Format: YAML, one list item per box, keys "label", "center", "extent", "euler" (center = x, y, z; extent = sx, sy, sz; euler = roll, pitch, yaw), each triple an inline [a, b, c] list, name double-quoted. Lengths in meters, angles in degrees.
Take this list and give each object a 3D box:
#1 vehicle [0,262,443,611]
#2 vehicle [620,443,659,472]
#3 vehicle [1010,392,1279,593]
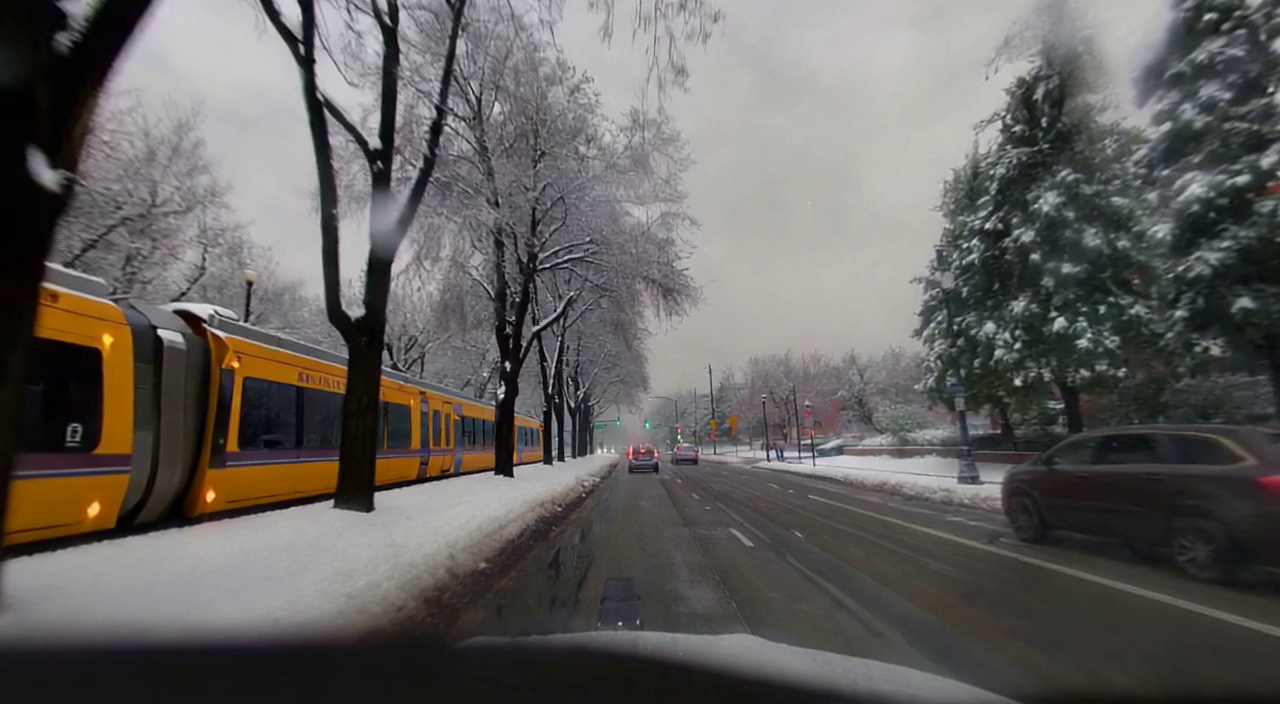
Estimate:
- label: "vehicle"
  center: [-7.800, 1.633, 13.487]
  extent: [2.897, 3.700, 13.528]
  euler: [0, -7, 0]
- label: "vehicle"
  center: [-0.020, 5.756, 34.748]
  extent: [2.002, 1.471, 4.337]
  euler: [0, -8, 0]
- label: "vehicle"
  center: [6.820, 1.466, 7.089]
  extent: [2.201, 1.779, 5.076]
  euler: [0, -8, 0]
